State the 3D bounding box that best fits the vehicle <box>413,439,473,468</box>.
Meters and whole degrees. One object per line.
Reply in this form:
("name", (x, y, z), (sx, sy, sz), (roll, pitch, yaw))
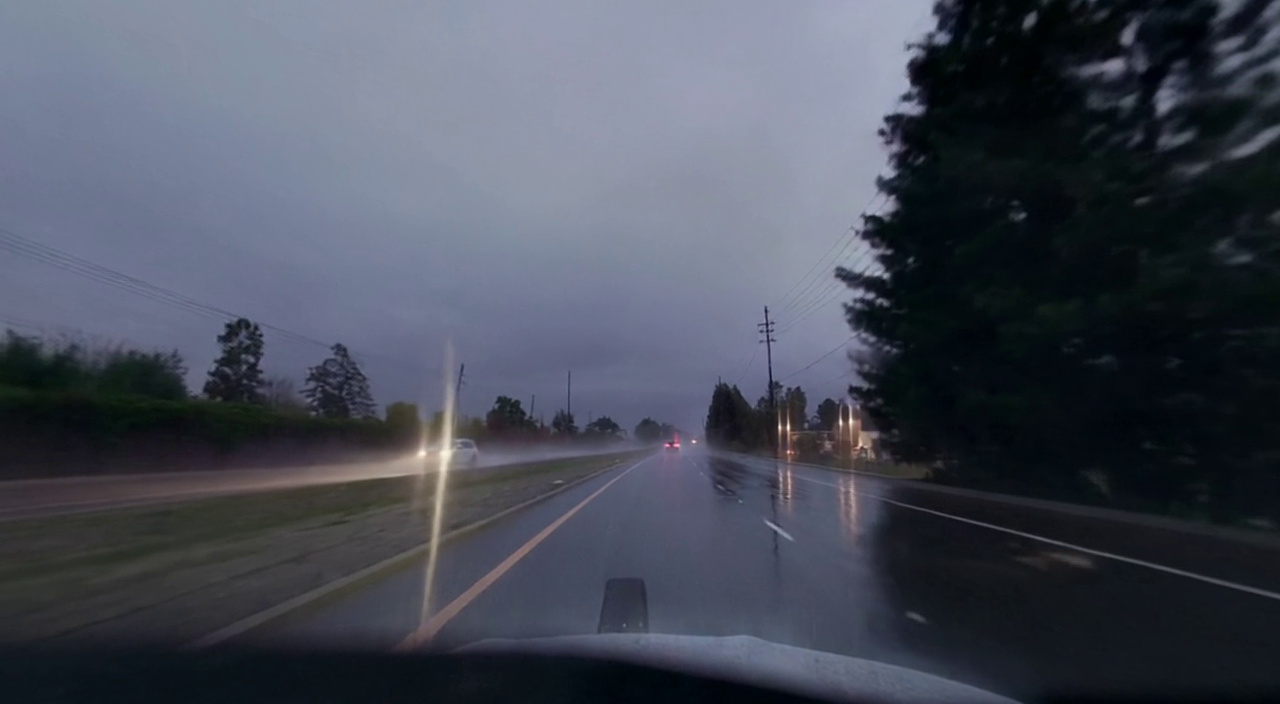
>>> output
("vehicle", (-15.371, 7.923, 49.567), (2.429, 2.067, 6.210), (-1, -9, 3))
